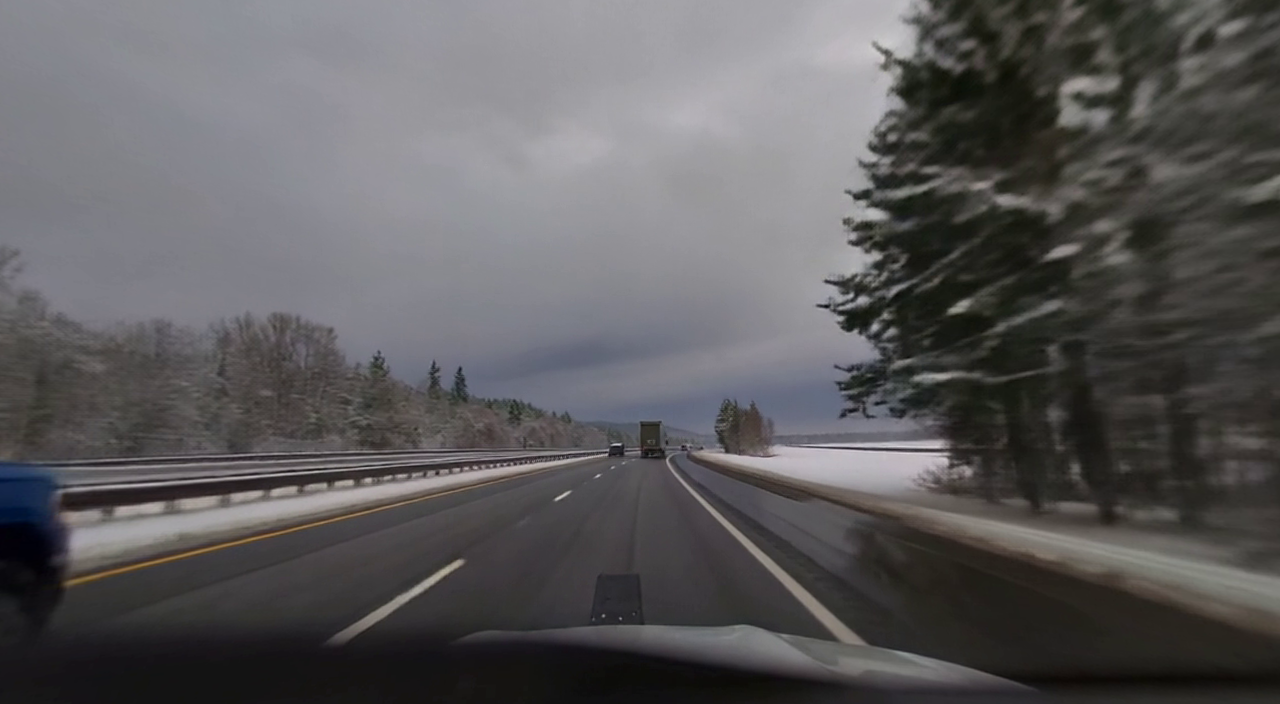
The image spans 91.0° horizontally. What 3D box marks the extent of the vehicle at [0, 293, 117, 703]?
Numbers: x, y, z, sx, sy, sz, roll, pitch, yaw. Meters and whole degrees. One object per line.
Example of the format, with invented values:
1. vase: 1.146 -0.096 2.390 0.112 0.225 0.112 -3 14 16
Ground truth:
1. vehicle: -3.920 0.357 0.704 2.295 1.815 4.983 0 -9 1
